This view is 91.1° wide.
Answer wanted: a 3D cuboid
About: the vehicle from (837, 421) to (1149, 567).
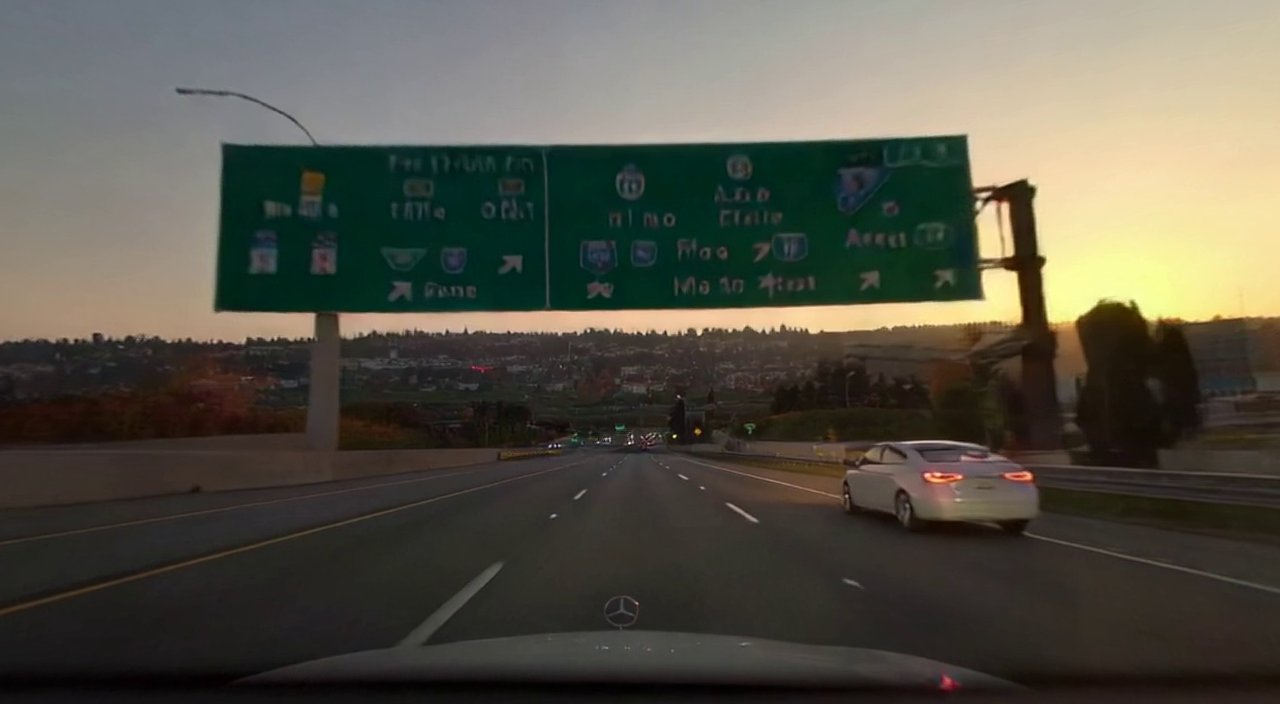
[{"bbox_3d":[4.467,1.853,8.852,1.984,1.540,3.973,0,-9,-1],"label":"vehicle"}]
